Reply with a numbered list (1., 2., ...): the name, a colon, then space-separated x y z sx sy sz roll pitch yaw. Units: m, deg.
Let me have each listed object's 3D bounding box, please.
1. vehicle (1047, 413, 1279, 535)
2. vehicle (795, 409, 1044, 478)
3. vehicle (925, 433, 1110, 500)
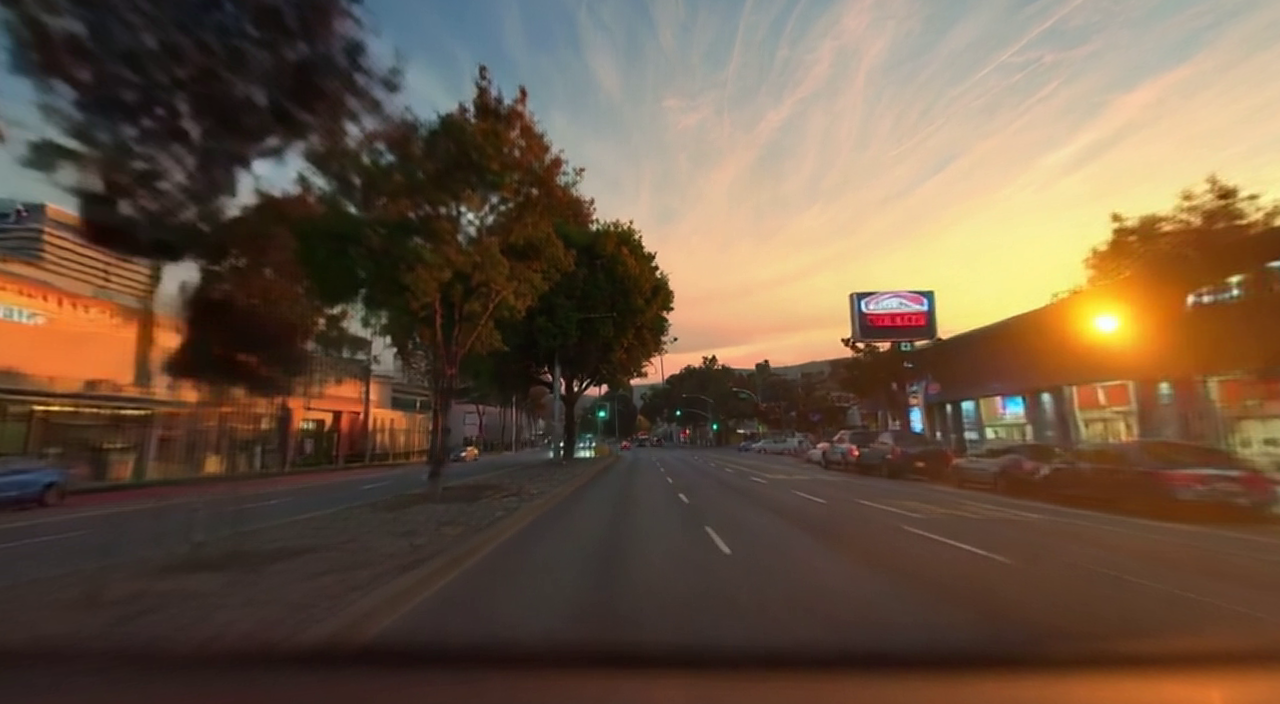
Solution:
1. vehicle: 9.949 2.158 11.694 1.925 1.808 4.255 0 -9 0
2. vehicle: 9.844 3.573 23.715 6.552 2.004 6.229 -2 -11 2
3. vehicle: 9.755 2.992 16.907 1.876 1.511 4.726 0 -9 -2
